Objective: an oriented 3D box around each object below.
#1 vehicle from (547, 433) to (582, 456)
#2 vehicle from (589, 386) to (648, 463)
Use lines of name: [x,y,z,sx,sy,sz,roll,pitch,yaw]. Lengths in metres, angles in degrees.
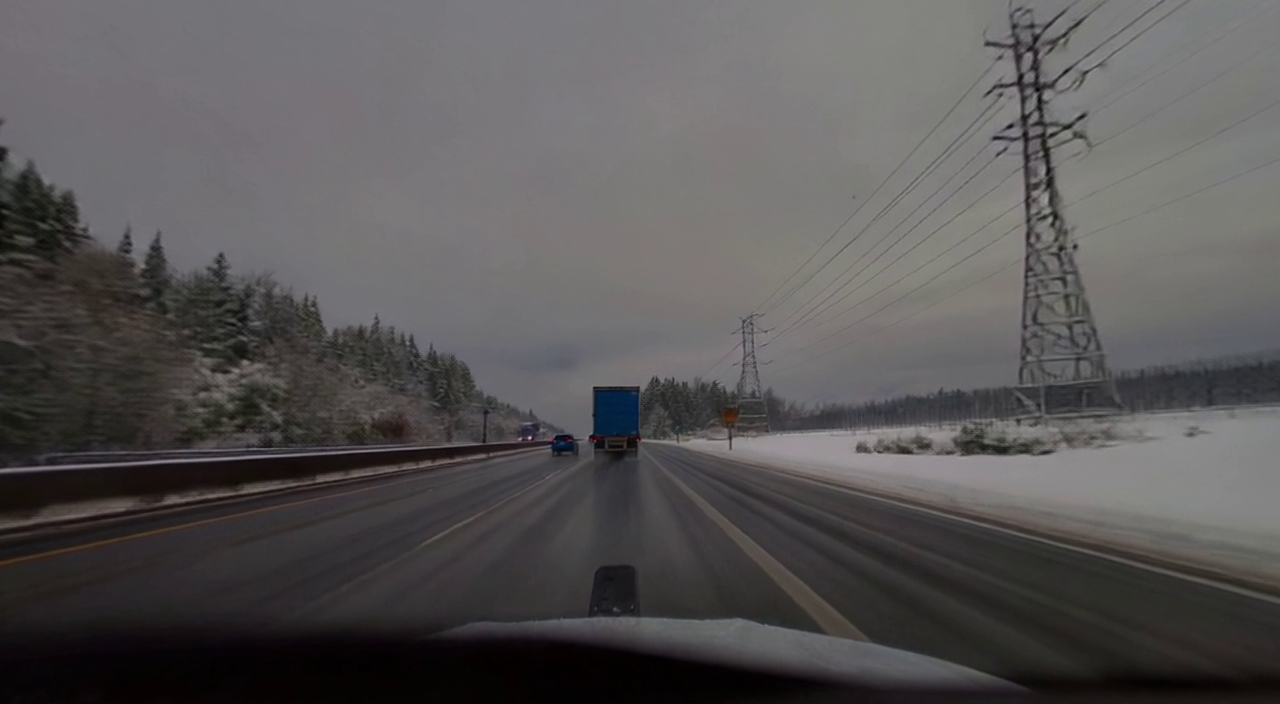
vehicle: [-5.507,6.801,46.396,2.117,1.618,4.480,0,-8,-1]
vehicle: [-1.230,4.303,36.692,2.955,3.851,9.915,0,-8,-2]
